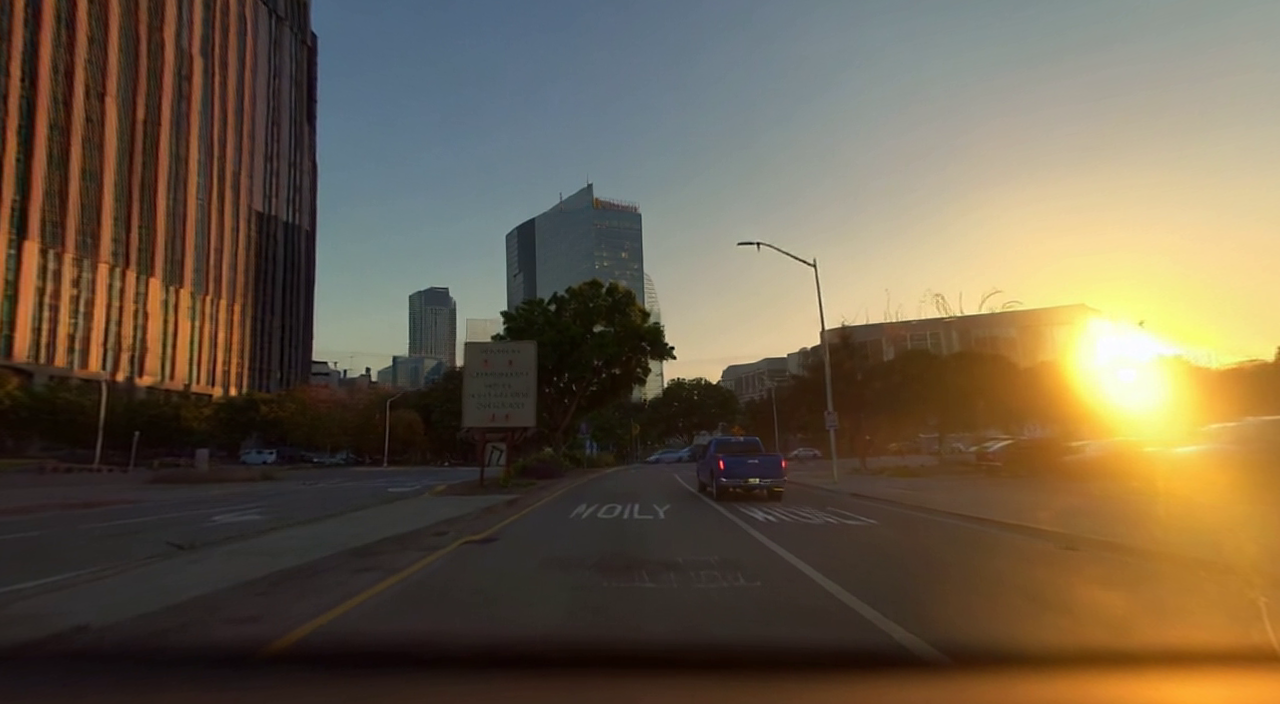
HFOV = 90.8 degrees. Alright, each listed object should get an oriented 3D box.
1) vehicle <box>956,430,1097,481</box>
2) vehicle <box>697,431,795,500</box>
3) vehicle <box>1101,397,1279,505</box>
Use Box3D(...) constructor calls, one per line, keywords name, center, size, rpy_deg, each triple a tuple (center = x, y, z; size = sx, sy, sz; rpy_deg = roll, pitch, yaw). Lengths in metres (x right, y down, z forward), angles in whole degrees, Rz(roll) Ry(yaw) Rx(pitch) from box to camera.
Box3D(name="vehicle", center=(17.217, 4.633, 28.384), size=(4.765, 1.678, 2.228), rpy_deg=(-5, -3, 6))
Box3D(name="vehicle", center=(3.234, 3.612, 20.687), size=(2.402, 1.922, 5.677), rpy_deg=(0, -8, 2))
Box3D(name="vehicle", center=(15.705, 2.541, 14.842), size=(7.551, 2.142, 2.896), rpy_deg=(4, -10, -1))
